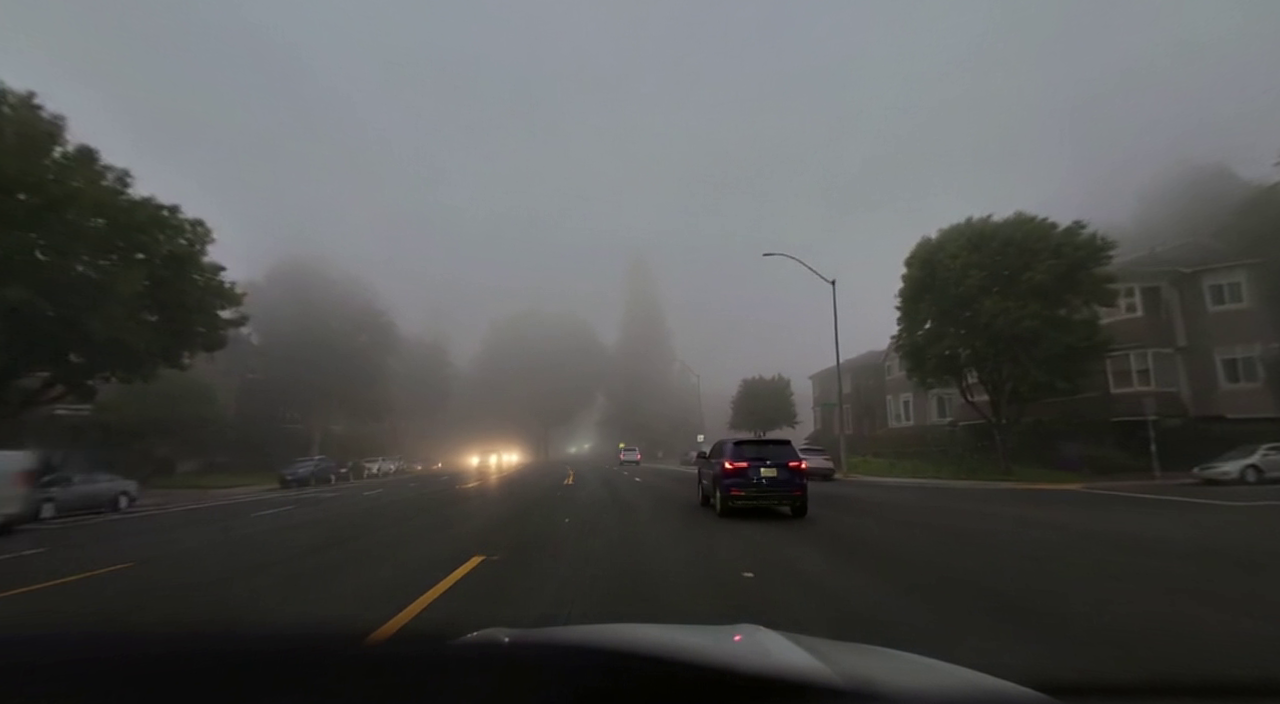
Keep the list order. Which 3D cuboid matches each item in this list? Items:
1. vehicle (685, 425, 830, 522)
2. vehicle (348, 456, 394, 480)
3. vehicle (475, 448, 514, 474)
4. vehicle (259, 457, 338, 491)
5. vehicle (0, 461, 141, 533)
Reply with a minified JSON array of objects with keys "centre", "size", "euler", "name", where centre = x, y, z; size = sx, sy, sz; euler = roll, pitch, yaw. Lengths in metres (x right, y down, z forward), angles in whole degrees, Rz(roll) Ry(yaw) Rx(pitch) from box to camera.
[{"centre":[2.335,2.585,13.949],"size":[2.085,1.763,4.490],"euler":[0,-9,-3],"name":"vehicle"},{"centre":[-20.639,8.903,48.644],"size":[1.871,1.712,4.710],"euler":[1,-9,-6],"name":"vehicle"},{"centre":[-10.878,8.172,47.519],"size":[2.233,1.850,4.801],"euler":[0,-9,-5],"name":"vehicle"},{"centre":[-19.486,6.935,36.310],"size":[2.145,1.764,4.653],"euler":[0,-9,-4],"name":"vehicle"},{"centre":[-17.649,4.178,18.661],"size":[2.078,1.612,4.798],"euler":[-2,-7,-3],"name":"vehicle"}]
